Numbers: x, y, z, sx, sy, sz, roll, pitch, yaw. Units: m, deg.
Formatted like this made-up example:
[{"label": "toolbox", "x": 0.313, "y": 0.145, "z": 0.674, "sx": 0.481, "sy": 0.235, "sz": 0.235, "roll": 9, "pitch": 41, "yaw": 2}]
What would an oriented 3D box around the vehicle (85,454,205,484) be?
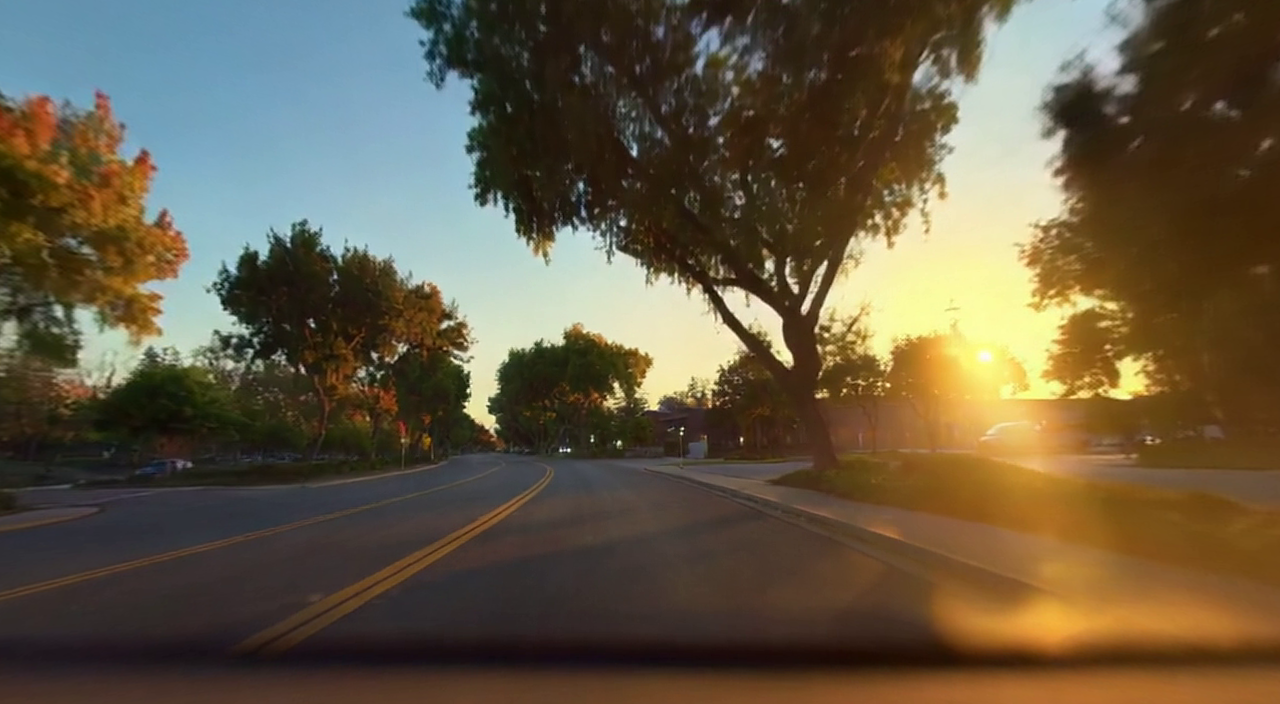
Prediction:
[{"label": "vehicle", "x": -26.019, "y": 6.144, "z": 33.334, "sx": 4.527, "sy": 1.441, "sz": 2.024, "roll": 1, "pitch": -8, "yaw": -4}]
